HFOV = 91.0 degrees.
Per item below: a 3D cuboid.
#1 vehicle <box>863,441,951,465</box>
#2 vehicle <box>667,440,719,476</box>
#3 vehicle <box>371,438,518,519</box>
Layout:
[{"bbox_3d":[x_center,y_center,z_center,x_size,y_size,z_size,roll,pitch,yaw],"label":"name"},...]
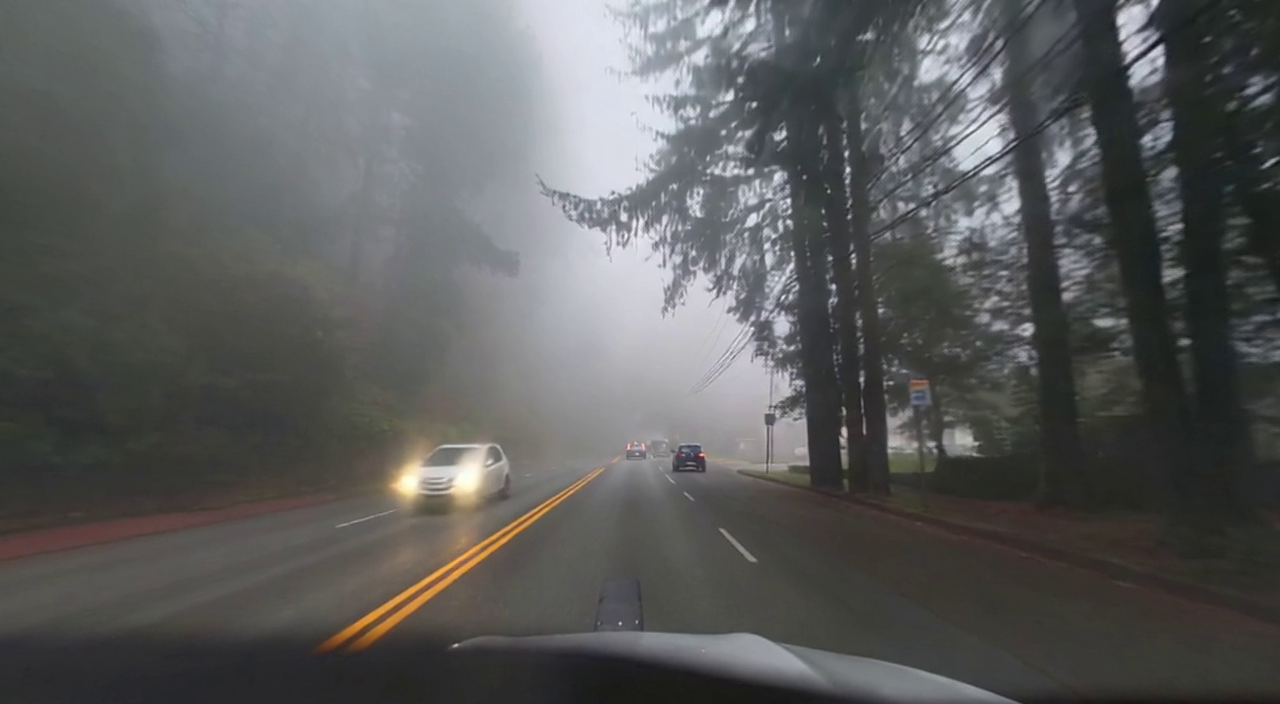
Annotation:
[{"bbox_3d":[16.860,6.403,39.902,4.672,1.463,1.863,0,-9,1],"label":"vehicle"},{"bbox_3d":[2.354,4.809,28.743,1.975,1.497,3.647,0,-9,-1],"label":"vehicle"},{"bbox_3d":[-4.073,2.685,13.858,1.959,1.494,3.875,0,-9,0],"label":"vehicle"}]
